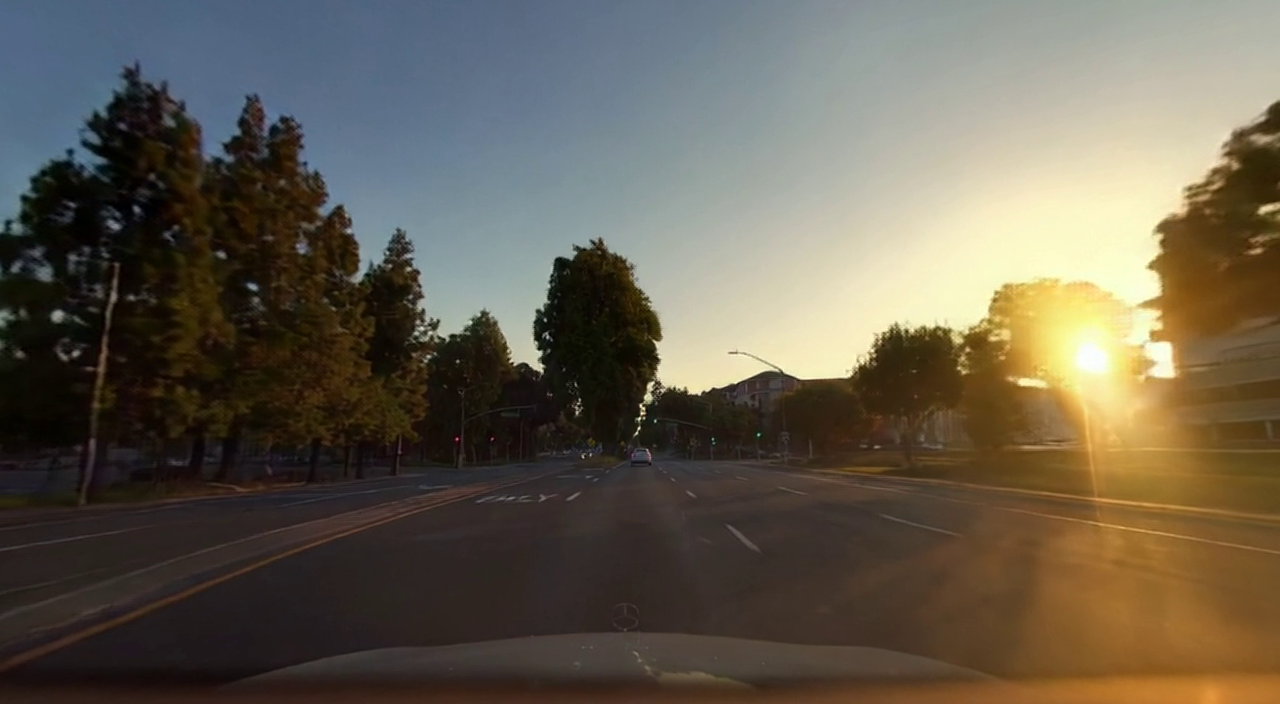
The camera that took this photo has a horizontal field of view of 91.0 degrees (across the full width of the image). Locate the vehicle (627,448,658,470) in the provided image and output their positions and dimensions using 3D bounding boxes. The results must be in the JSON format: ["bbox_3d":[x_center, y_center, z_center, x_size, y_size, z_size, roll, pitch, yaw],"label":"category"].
[{"bbox_3d":[0.187,7.585,44.975,2.064,1.477,3.968,0,-9,0],"label":"vehicle"}]
